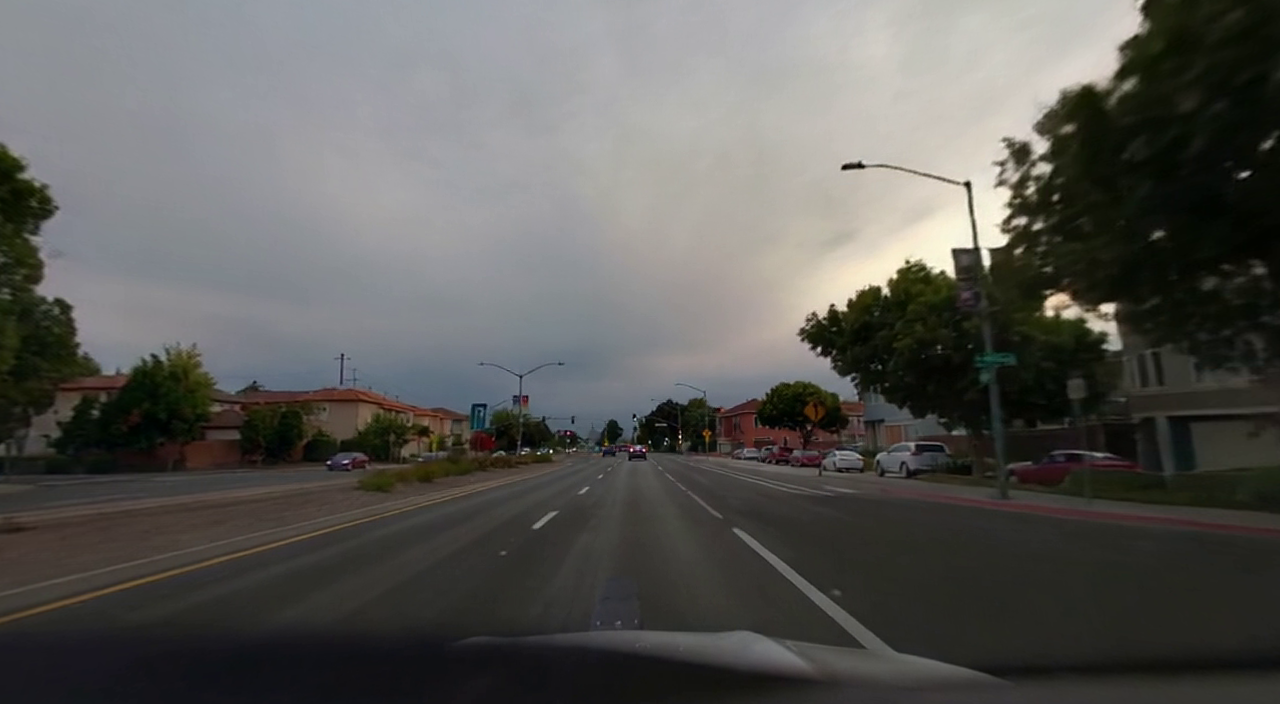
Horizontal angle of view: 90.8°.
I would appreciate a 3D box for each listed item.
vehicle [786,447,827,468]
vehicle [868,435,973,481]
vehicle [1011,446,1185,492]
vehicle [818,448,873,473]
[{"bbox_3d":[12.386,7.900,47.275,1.836,1.448,4.624,-1,-9,1],"label":"vehicle"},{"bbox_3d":[13.159,4.989,30.121,2.047,1.950,5.112,1,-9,-9],"label":"vehicle"},{"bbox_3d":[15.978,4.063,22.320,1.826,1.420,4.533,5,-10,-32],"label":"vehicle"},{"bbox_3d":[12.756,6.738,39.529,1.916,1.452,4.651,0,-8,0],"label":"vehicle"}]
